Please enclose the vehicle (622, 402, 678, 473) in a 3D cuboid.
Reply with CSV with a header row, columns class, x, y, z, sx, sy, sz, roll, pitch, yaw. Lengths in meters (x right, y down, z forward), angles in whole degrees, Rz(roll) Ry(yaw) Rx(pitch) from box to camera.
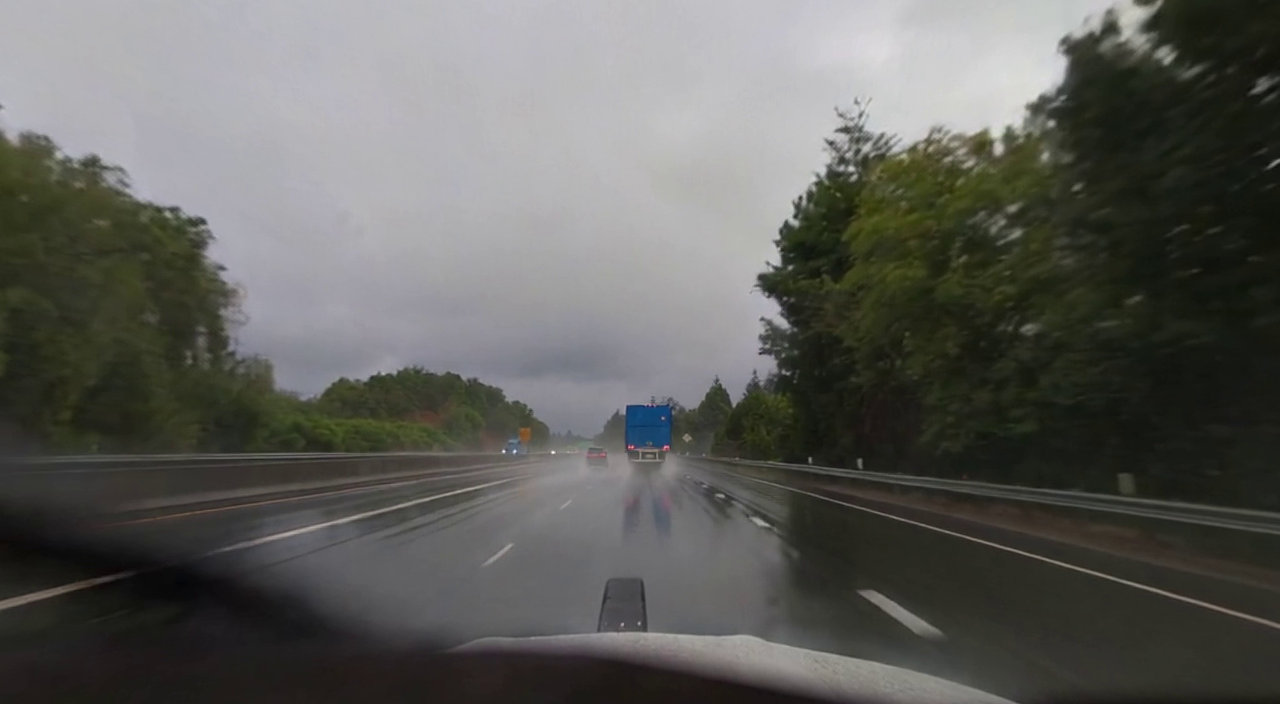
class,x,y,z,sx,sy,sz,roll,pitch,yaw
vehicle,0.410,5.694,41.149,3.055,4.009,10.972,0,-9,-2
